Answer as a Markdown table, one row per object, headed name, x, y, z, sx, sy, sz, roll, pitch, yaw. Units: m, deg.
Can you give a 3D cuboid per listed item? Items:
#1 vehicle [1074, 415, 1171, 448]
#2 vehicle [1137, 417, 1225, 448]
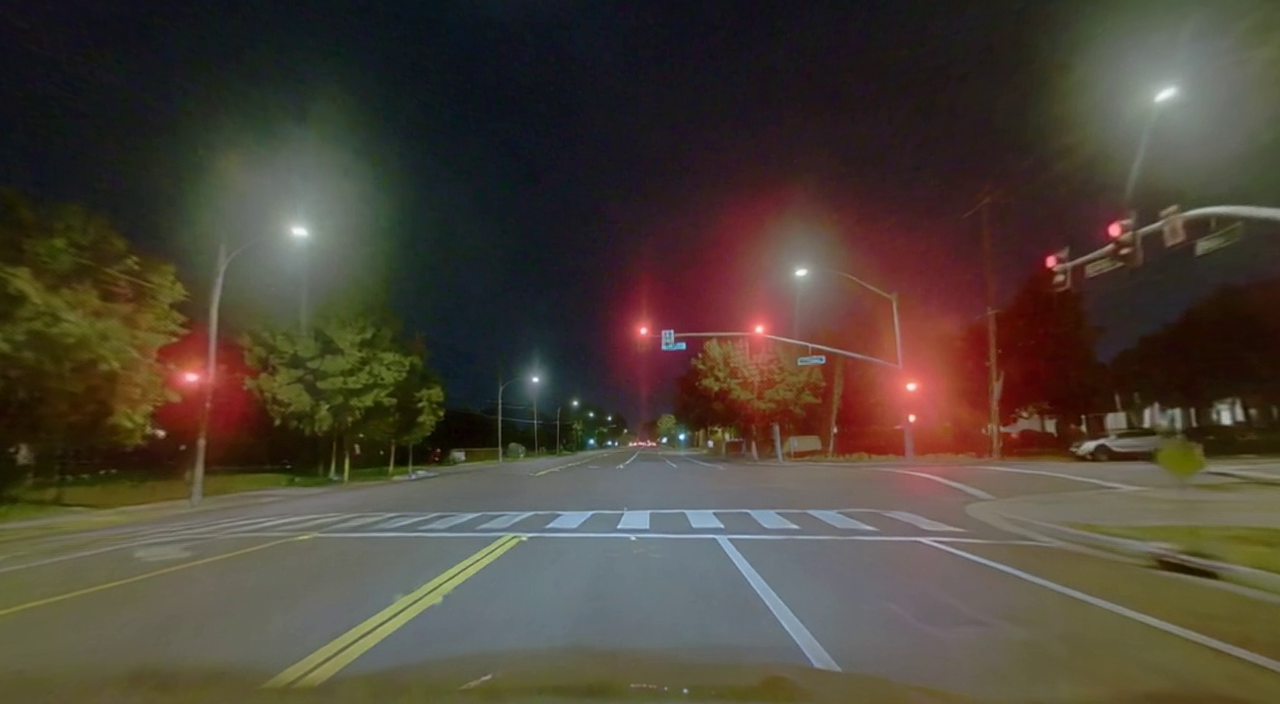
| name | x | y | z | sx | sy | sz | roll | pitch | yaw |
| --- | --- | --- | --- | --- | --- | --- | --- | --- | --- |
| vehicle | 28.638 | 4.795 | 37.640 | 2.041 | 1.826 | 4.925 | -1 | -8 | 3 |
| vehicle | 31.246 | 4.700 | 36.583 | 1.928 | 1.622 | 3.895 | -2 | -8 | 8 |
